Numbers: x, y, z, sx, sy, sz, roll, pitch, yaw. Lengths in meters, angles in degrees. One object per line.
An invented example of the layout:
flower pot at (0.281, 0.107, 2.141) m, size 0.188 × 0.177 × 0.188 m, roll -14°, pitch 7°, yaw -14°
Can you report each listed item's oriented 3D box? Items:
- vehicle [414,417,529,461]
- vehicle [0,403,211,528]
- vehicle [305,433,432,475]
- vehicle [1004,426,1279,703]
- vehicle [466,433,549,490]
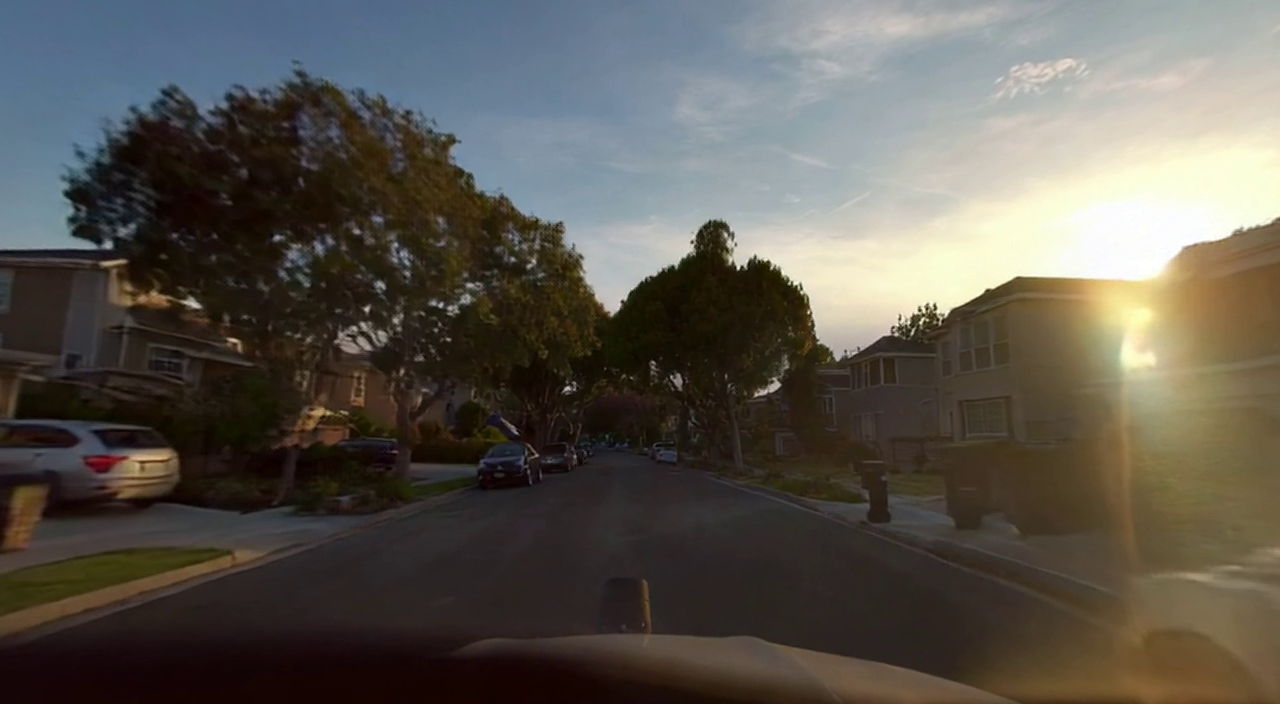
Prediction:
vehicle at (-11.040, 5.782, 41.949) m, size 6.780 × 2.770 × 2.970 m, roll 0°, pitch -8°, yaw 0°
vehicle at (-9.782, 1.744, 9.985) m, size 4.480 × 1.740 × 1.988 m, roll 0°, pitch -8°, yaw 2°
vehicle at (-11.296, 4.268, 26.516) m, size 4.414 × 1.658 × 1.988 m, roll 0°, pitch -8°, yaw -2°
vehicle at (3.145, 0.857, 1.387) m, size 1.996 × 1.409 × 4.446 m, roll 0°, pitch -8°, yaw -1°
vehicle at (-4.289, 3.654, 21.159) m, size 1.974 × 1.664 × 4.539 m, roll 0°, pitch -9°, yaw -3°
